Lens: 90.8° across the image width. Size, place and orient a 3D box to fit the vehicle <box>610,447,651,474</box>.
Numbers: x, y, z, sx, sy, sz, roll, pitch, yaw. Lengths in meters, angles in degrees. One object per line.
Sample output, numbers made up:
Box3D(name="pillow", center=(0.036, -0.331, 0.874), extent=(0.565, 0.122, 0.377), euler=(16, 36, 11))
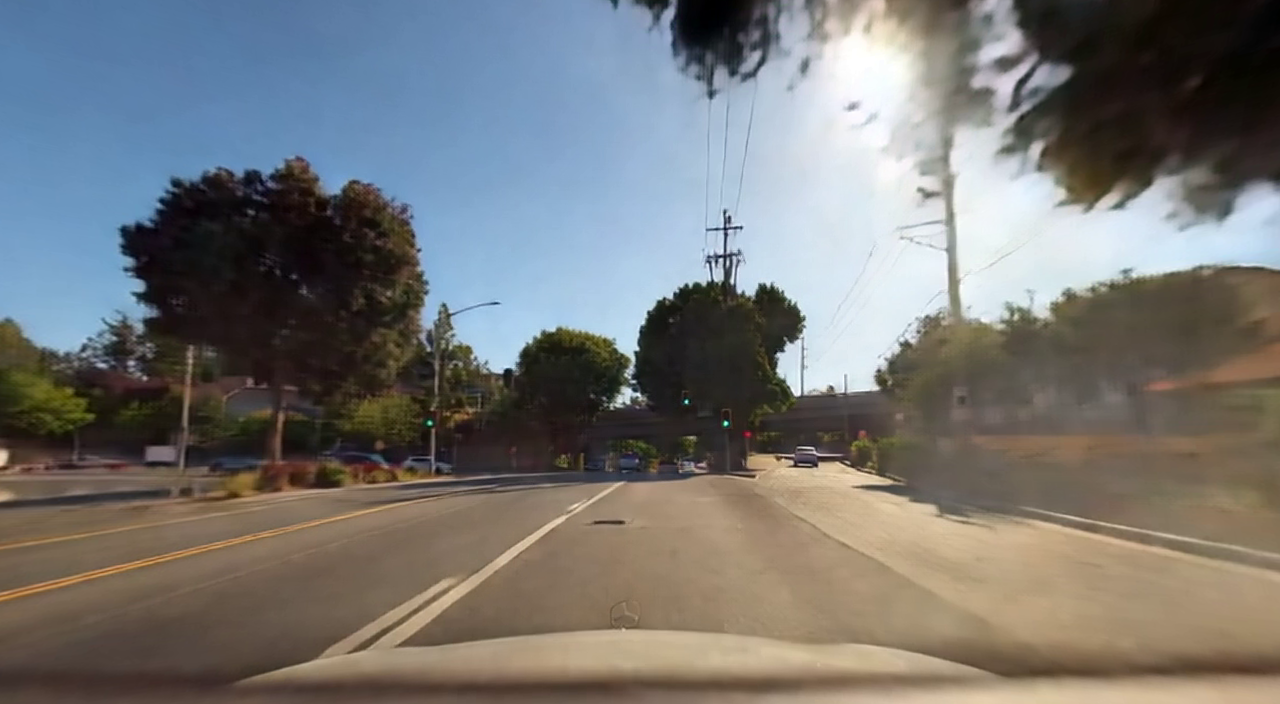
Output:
Box3D(name="vehicle", center=(-0.522, 6.653, 38.865), extent=(1.997, 1.542, 4.202), euler=(-1, -9, 6))

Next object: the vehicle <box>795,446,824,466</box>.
Box3D(name="vehicle", center=(13.162, 8.089, 49.249), extent=(2.058, 1.475, 4.587), euler=(-2, -9, 14))

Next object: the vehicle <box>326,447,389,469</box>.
Box3D(name="vehicle", center=(-21.670, 8.129, 48.523), extent=(3.877, 1.623, 2.049), euler=(-2, -9, 11))
